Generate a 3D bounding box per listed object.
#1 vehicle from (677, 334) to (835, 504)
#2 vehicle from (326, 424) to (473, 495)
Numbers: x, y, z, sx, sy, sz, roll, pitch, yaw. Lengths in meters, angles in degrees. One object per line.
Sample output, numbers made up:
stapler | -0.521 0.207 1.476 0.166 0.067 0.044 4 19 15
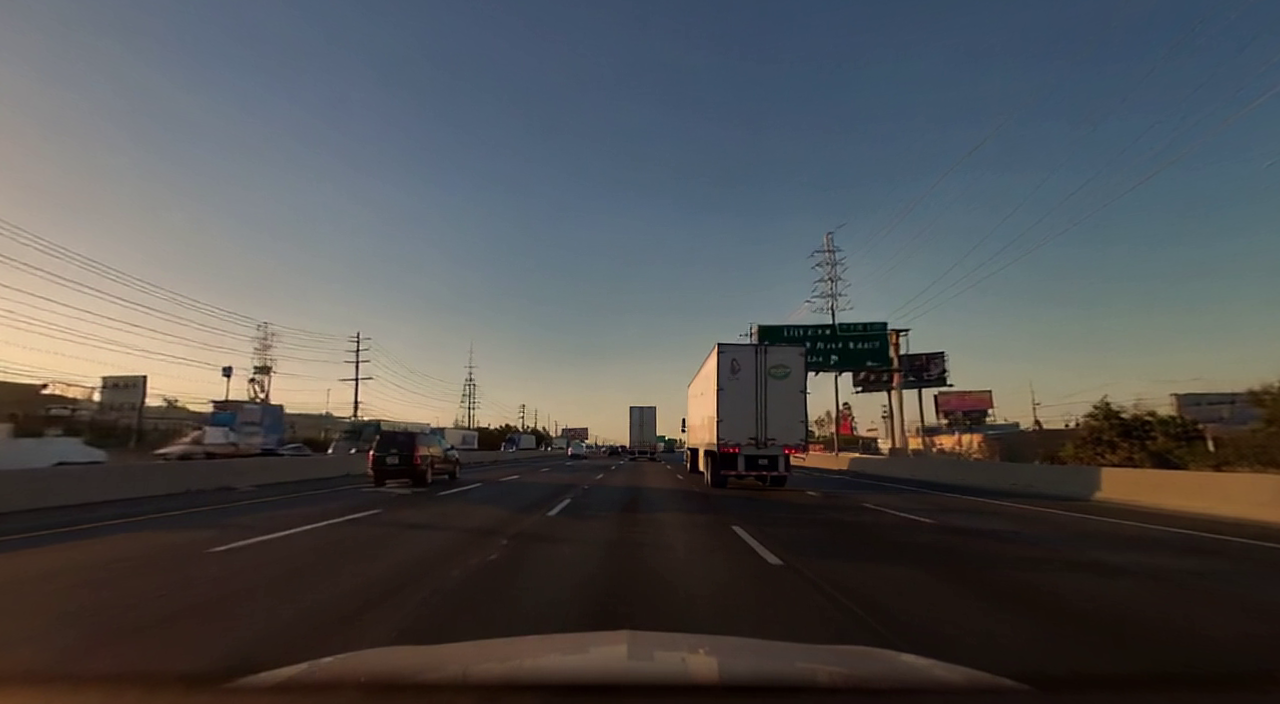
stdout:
vehicle | 3.304 2.845 23.754 2.892 4.152 16.575 0 -9 0
vehicle | -7.331 3.363 20.145 2.425 1.917 5.647 0 -9 0
